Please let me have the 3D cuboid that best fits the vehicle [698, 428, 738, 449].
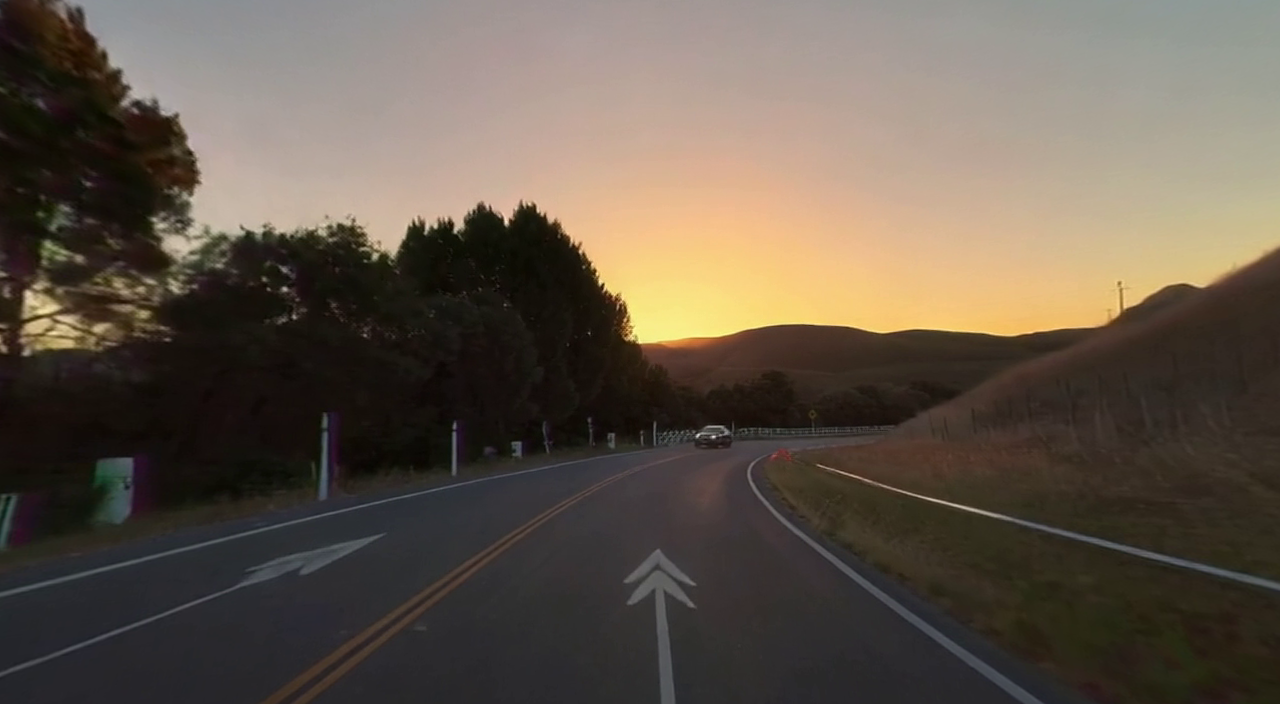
[{"bbox_3d":[6.163,6.767,49.197,1.961,1.525,4.056,-3,-8,25],"label":"vehicle"}]
